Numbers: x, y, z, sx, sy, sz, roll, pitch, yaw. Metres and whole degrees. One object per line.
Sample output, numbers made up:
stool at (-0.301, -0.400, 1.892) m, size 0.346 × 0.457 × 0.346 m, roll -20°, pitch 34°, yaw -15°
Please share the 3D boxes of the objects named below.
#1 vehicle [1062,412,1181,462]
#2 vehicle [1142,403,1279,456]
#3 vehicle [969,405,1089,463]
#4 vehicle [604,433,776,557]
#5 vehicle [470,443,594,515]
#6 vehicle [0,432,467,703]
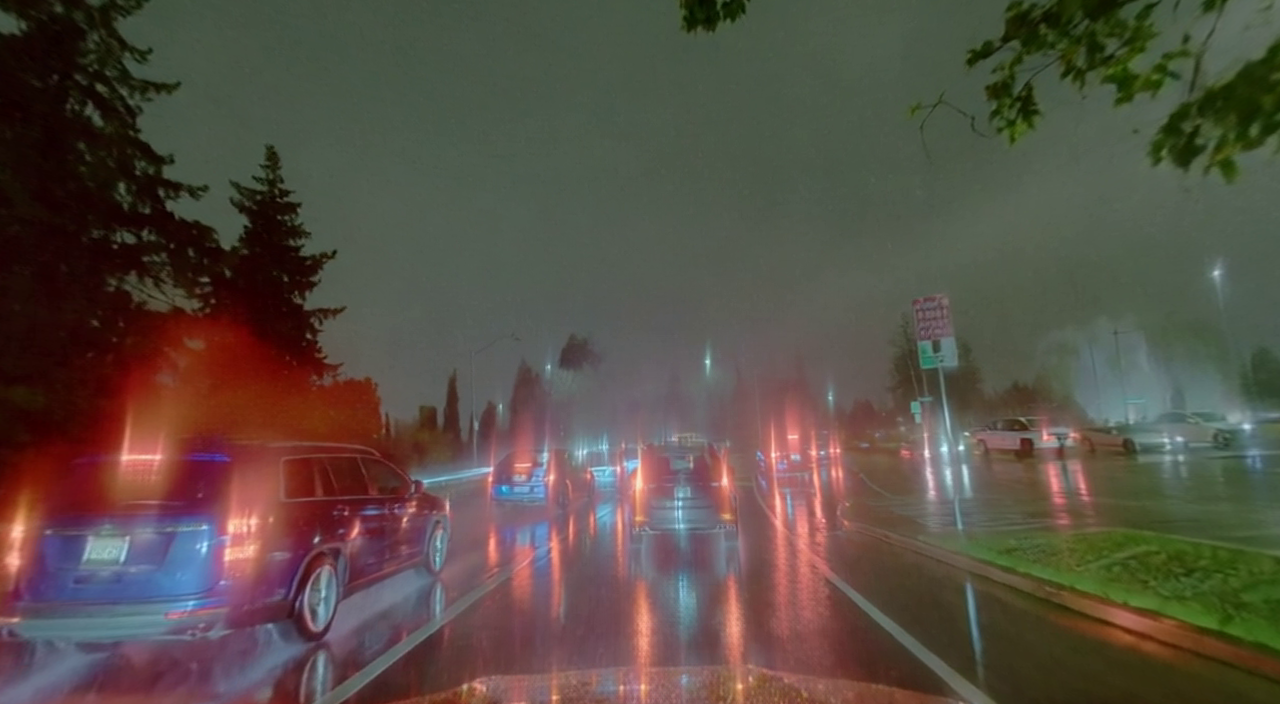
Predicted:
vehicle at (17.491, 3.129, 23.126) m, size 1.803 × 1.518 × 3.893 m, roll -7°, pitch -9°, yaw 12°
vehicle at (20.283, 2.800, 22.546) m, size 1.902 × 1.529 × 3.937 m, roll -7°, pitch -9°, yaw 13°
vehicle at (14.296, 3.120, 23.541) m, size 2.288 × 1.933 × 4.612 m, roll -2°, pitch -9°, yaw 12°
vehicle at (0.777, 2.105, 10.012) m, size 2.142 × 1.528 × 4.133 m, roll -1°, pitch -9°, yaw 5°
vehicle at (-2.456, 3.013, 15.494) m, size 1.870 × 1.490 × 4.187 m, roll -1°, pitch -9°, yaw 7°
vehicle at (-3.248, 1.542, 5.724) m, size 1.940 × 1.502 × 4.241 m, roll -1°, pitch -9°, yaw 3°
